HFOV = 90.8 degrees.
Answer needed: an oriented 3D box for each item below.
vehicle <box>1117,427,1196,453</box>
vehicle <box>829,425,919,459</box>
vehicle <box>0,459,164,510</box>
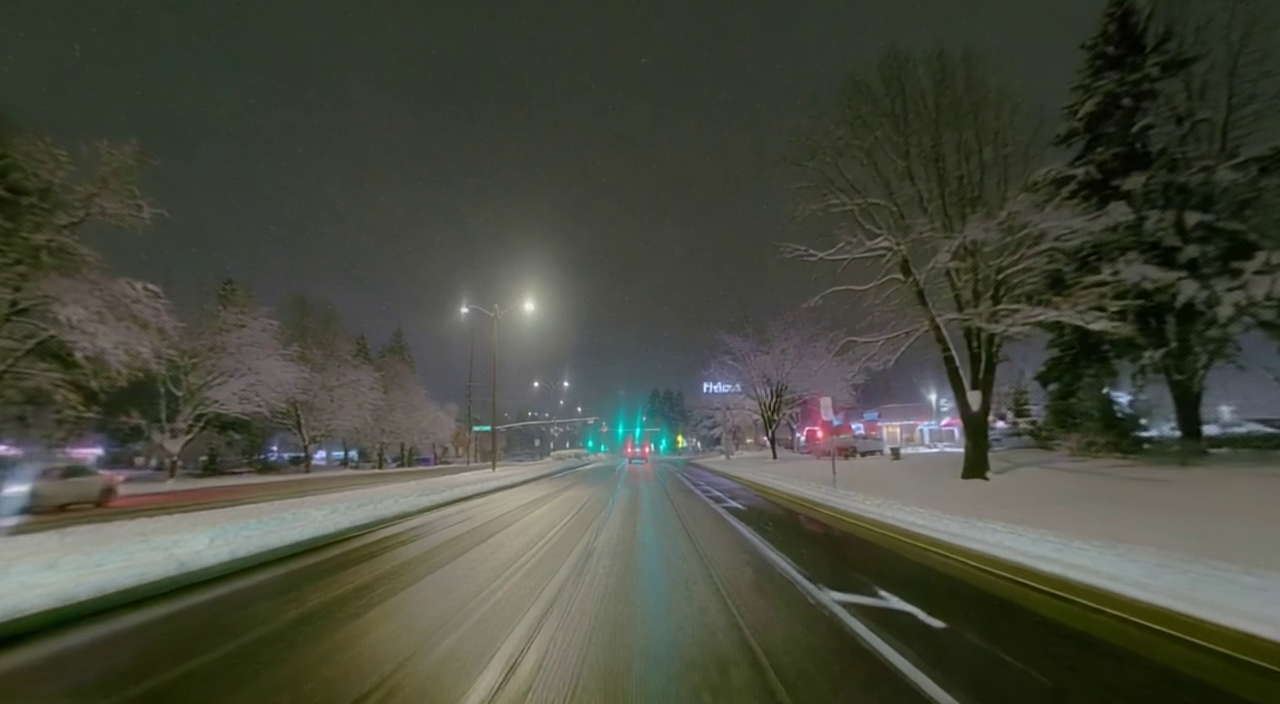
[{"bbox_3d":[33.086,5.698,40.619,1.780,1.456,4.390,-6,-10,8],"label":"vehicle"},{"bbox_3d":[13.734,5.327,37.246,4.514,1.929,1.991,1,-9,-4],"label":"vehicle"},{"bbox_3d":[-19.041,4.468,21.716,1.825,1.457,4.454,0,-9,0],"label":"vehicle"}]
